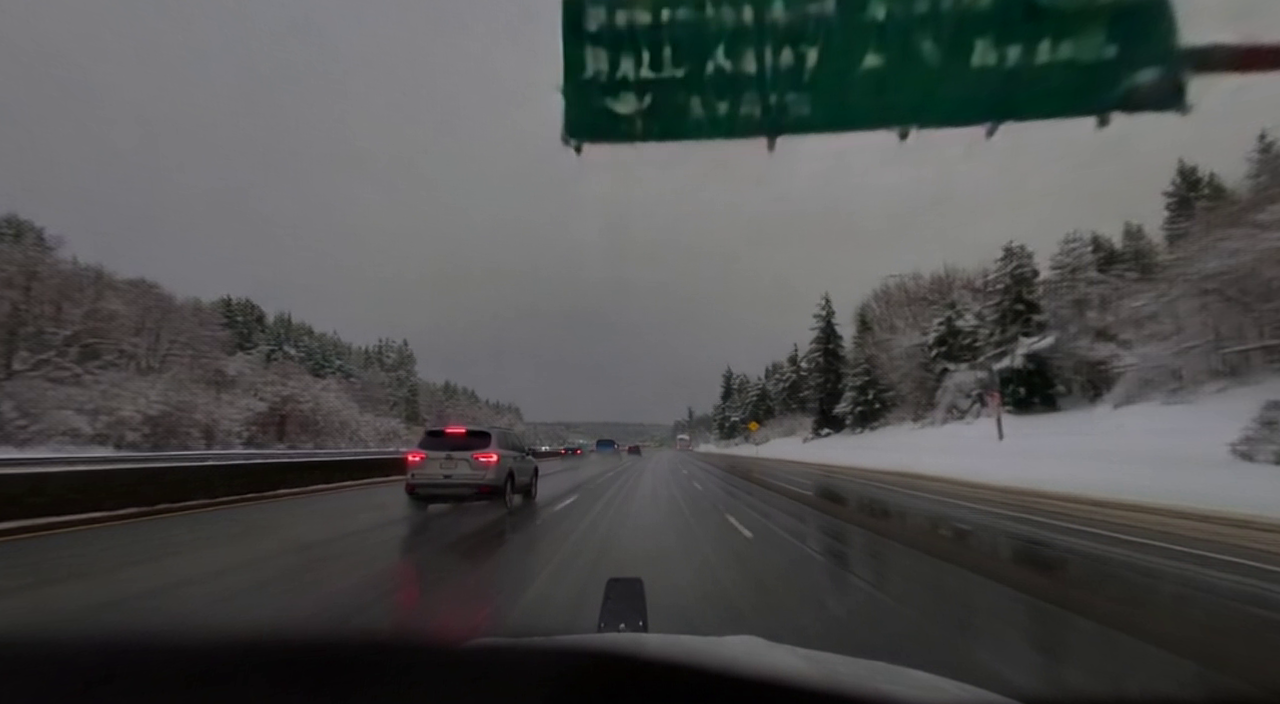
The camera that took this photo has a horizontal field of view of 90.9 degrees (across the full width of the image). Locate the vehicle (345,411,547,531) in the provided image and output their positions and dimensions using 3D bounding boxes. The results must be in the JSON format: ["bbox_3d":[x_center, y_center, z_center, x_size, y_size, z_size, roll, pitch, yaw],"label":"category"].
[{"bbox_3d":[-3.387,2.217,12.264,2.218,1.848,4.789,0,-9,2],"label":"vehicle"}]
